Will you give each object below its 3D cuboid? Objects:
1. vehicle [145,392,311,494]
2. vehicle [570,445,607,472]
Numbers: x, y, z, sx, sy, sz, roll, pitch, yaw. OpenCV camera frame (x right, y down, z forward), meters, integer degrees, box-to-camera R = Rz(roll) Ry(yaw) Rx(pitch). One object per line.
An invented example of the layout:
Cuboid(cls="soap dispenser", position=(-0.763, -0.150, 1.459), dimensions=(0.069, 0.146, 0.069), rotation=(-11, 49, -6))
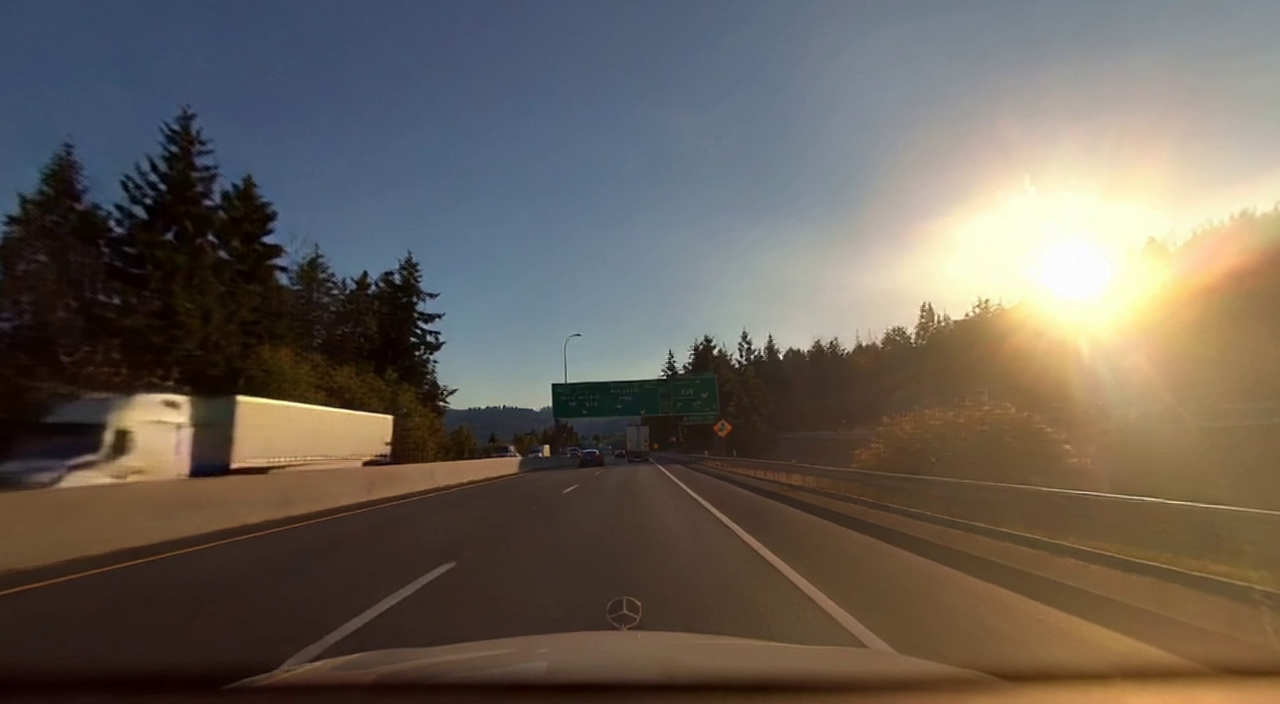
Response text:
Cuboid(cls="vehicle", position=(-17.236, 3.916, 27.032), dimensions=(3.005, 3.872, 5.858), rotation=(0, -9, 0))
Cuboid(cls="vehicle", position=(-3.401, 7.095, 42.242), dimensions=(2.081, 1.682, 4.425), rotation=(0, -9, 0))
